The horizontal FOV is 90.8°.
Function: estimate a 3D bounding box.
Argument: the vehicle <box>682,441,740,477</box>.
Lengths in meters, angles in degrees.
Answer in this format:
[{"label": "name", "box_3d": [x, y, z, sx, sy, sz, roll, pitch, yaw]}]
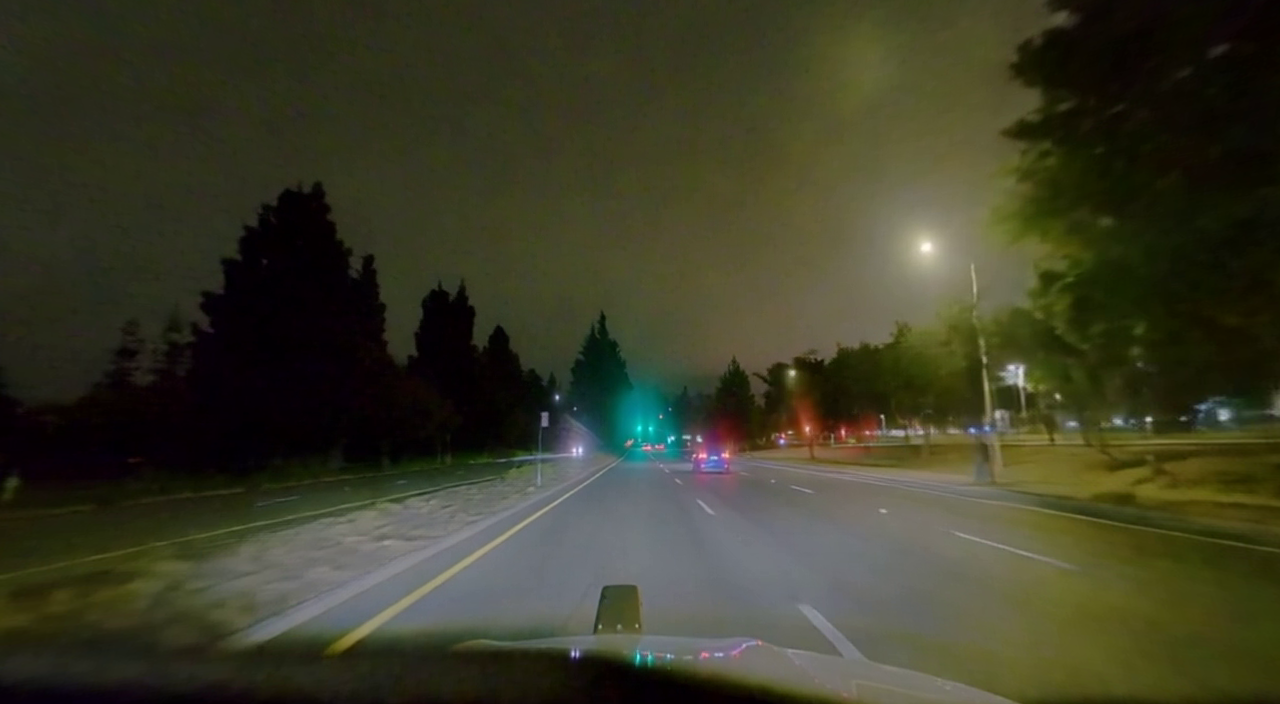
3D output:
[{"label": "vehicle", "box_3d": [3.110, 4.792, 28.561, 2.056, 1.483, 4.091, 0, -8, -1]}]
